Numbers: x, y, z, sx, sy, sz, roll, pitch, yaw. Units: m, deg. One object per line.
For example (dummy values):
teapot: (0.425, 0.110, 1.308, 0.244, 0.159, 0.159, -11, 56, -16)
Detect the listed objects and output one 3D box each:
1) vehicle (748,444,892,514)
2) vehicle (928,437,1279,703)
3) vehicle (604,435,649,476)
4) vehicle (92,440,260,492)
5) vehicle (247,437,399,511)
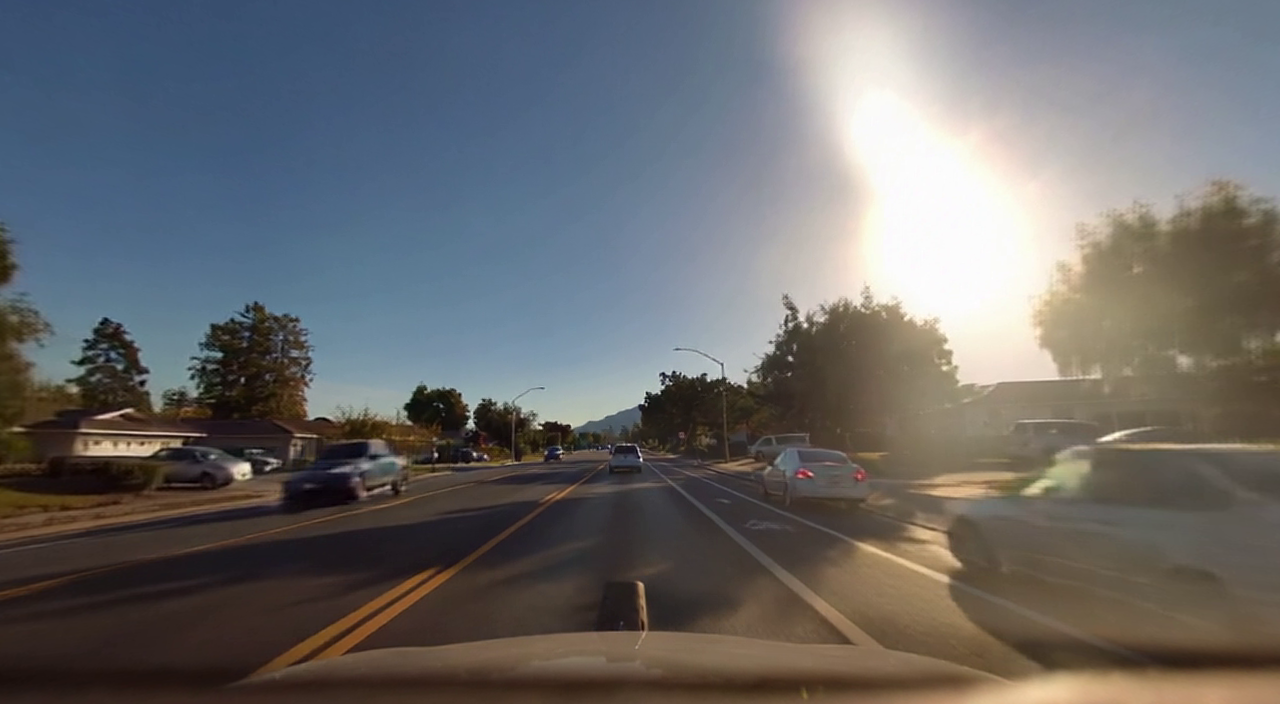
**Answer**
vehicle: (4.273, 3.090, 16.018, 2.001, 1.480, 5.022, 0, -9, -2)
vehicle: (4.499, 1.459, 5.166, 1.963, 1.469, 4.709, 0, -9, -1)
vehicle: (-0.674, 5.403, 33.214, 2.153, 1.942, 4.767, 0, -9, 0)
vehicle: (-19.908, 4.906, 27.330, 5.551, 1.870, 2.183, -3, -8, -1)
vehicle: (-8.721, 3.370, 17.942, 1.999, 1.806, 4.479, 0, -9, 0)
